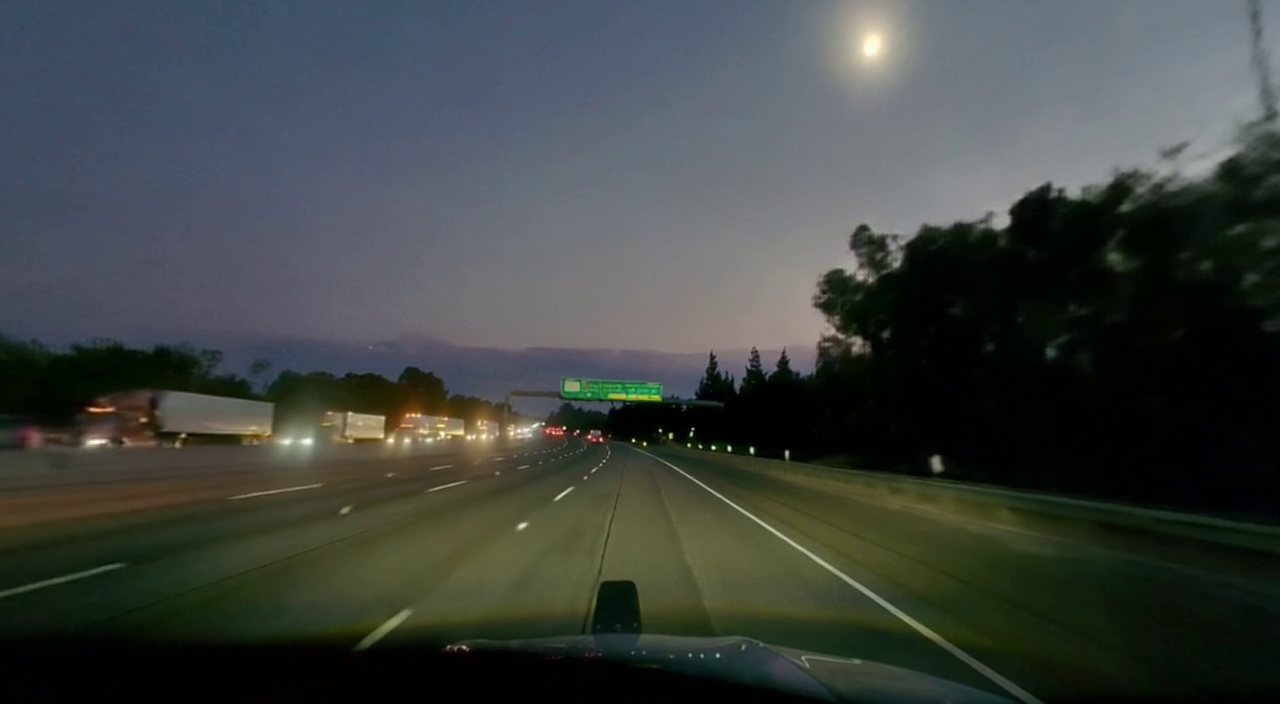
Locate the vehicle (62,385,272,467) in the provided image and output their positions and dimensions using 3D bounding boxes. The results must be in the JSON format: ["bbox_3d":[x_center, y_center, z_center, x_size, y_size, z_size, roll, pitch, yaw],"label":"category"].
[{"bbox_3d":[-25.671,4.266,35.557,2.922,3.800,11.932,0,-8,-2],"label":"vehicle"}]

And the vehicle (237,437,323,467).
[{"bbox_3d":[-18.389,5.094,32.457,1.896,1.425,4.391,0,-8,-1],"label":"vehicle"}]

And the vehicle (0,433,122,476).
[{"bbox_3d":[-21.506,3.703,23.137,1.694,1.407,3.871,0,-8,-1],"label":"vehicle"}]
